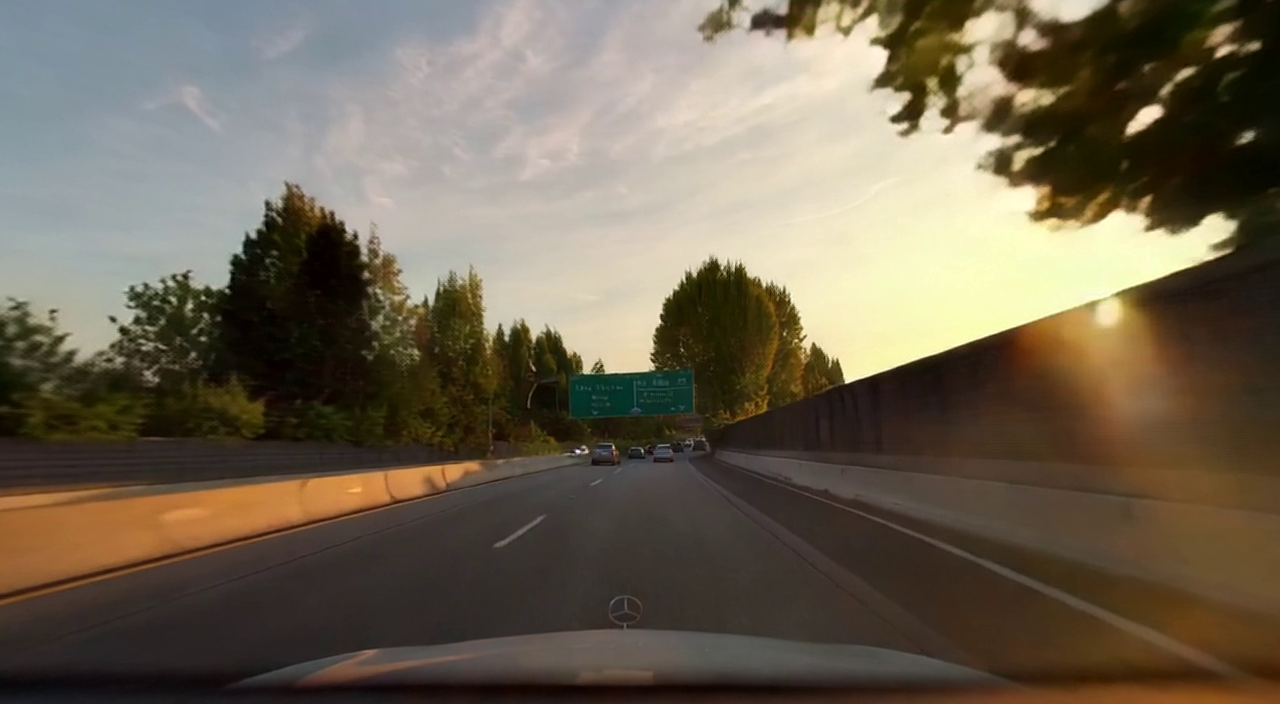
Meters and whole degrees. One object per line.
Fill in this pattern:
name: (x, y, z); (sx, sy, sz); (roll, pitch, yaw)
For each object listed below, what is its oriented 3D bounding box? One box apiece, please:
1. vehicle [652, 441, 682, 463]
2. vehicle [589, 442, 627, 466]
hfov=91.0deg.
vehicle: (2.014, 7.389, 46.474); (2.077, 1.533, 3.854); (0, -8, 3)
vehicle: (-2.061, 6.682, 41.461); (1.985, 1.518, 3.847); (-1, -8, 4)
